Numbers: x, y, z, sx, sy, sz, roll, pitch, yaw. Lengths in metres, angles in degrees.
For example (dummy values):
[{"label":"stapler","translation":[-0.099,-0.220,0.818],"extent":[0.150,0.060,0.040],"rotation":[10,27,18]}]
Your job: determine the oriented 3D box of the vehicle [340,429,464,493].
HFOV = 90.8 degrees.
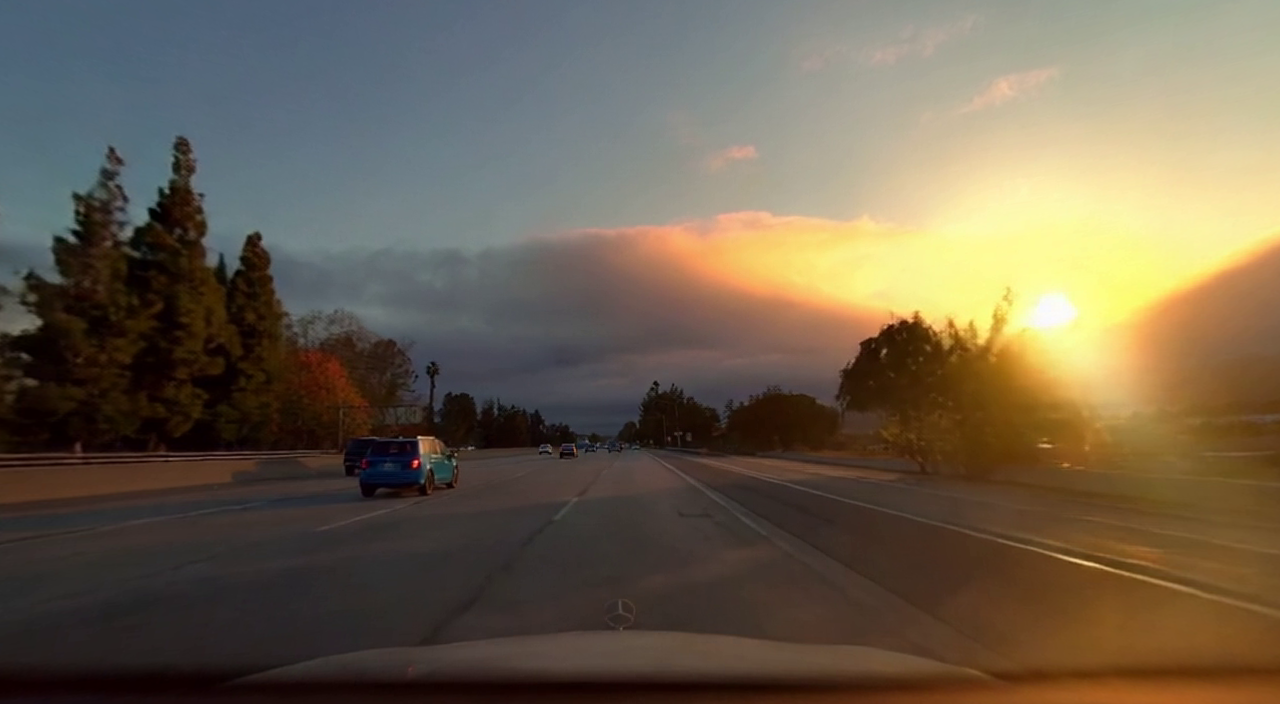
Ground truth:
[{"label":"vehicle","translation":[-7.303,3.395,19.979],"extent":[2.146,1.766,4.502],"rotation":[0,-9,0]}]
